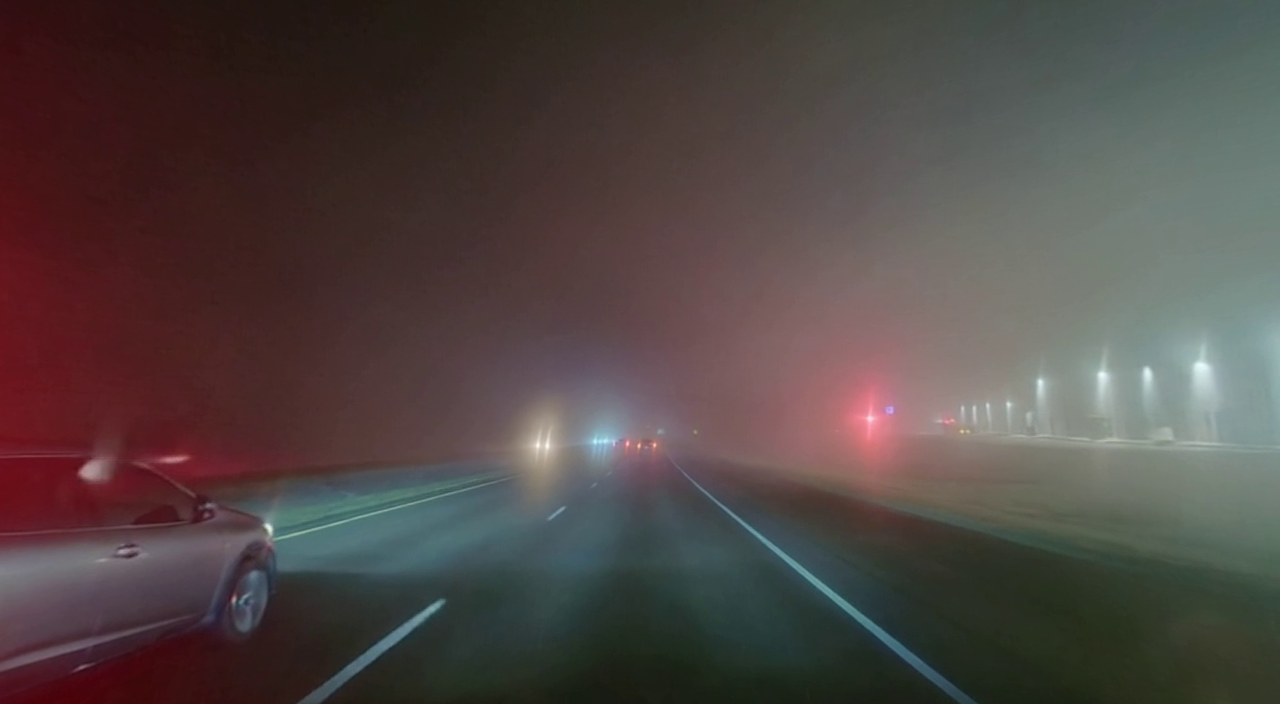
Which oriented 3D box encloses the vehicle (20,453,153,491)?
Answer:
[{"bbox_3d":[-24.534,5.314,28.218,1.755,1.468,4.571,-1,-9,1],"label":"vehicle"}]
